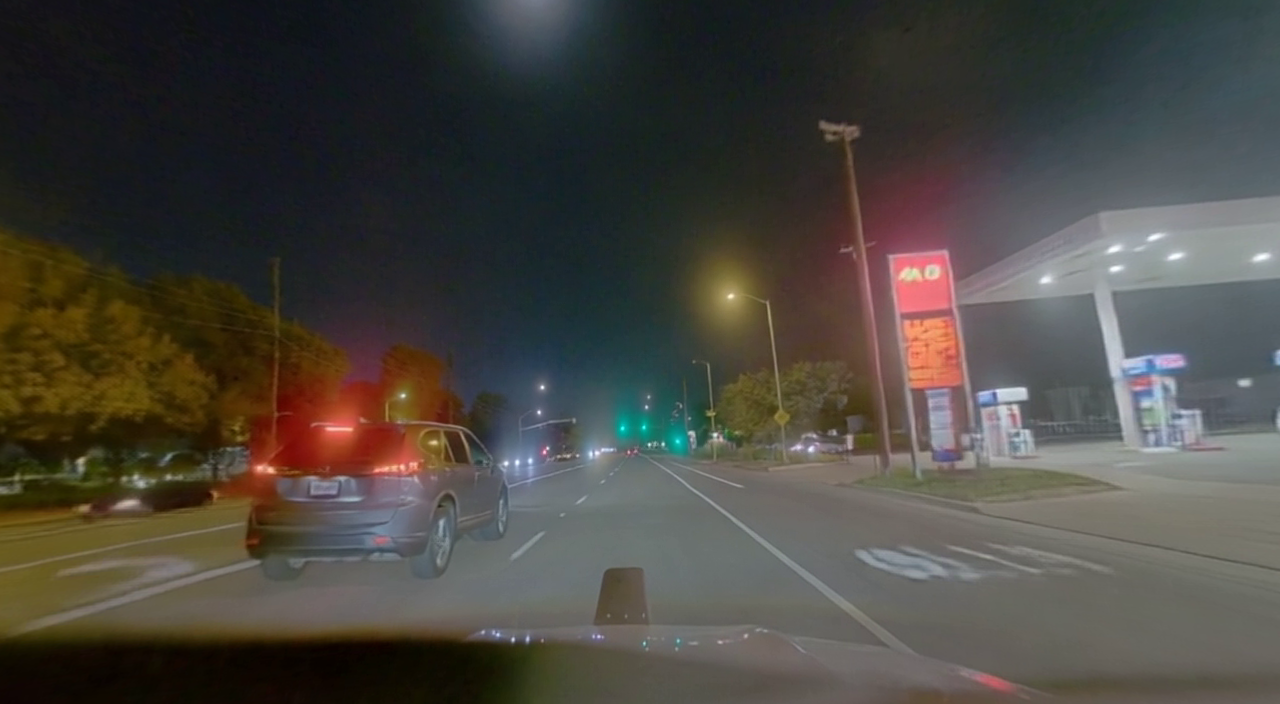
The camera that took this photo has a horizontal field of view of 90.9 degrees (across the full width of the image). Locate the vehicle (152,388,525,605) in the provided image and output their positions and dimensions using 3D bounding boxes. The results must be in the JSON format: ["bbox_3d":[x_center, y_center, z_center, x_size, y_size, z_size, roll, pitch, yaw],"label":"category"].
[{"bbox_3d":[-3.034,1.600,7.859,2.190,1.844,4.751,0,-9,1],"label":"vehicle"}]

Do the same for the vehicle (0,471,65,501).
[{"bbox_3d":[-44.354,9.414,44.414,5.146,1.938,2.144,2,-11,-5],"label":"vehicle"}]
